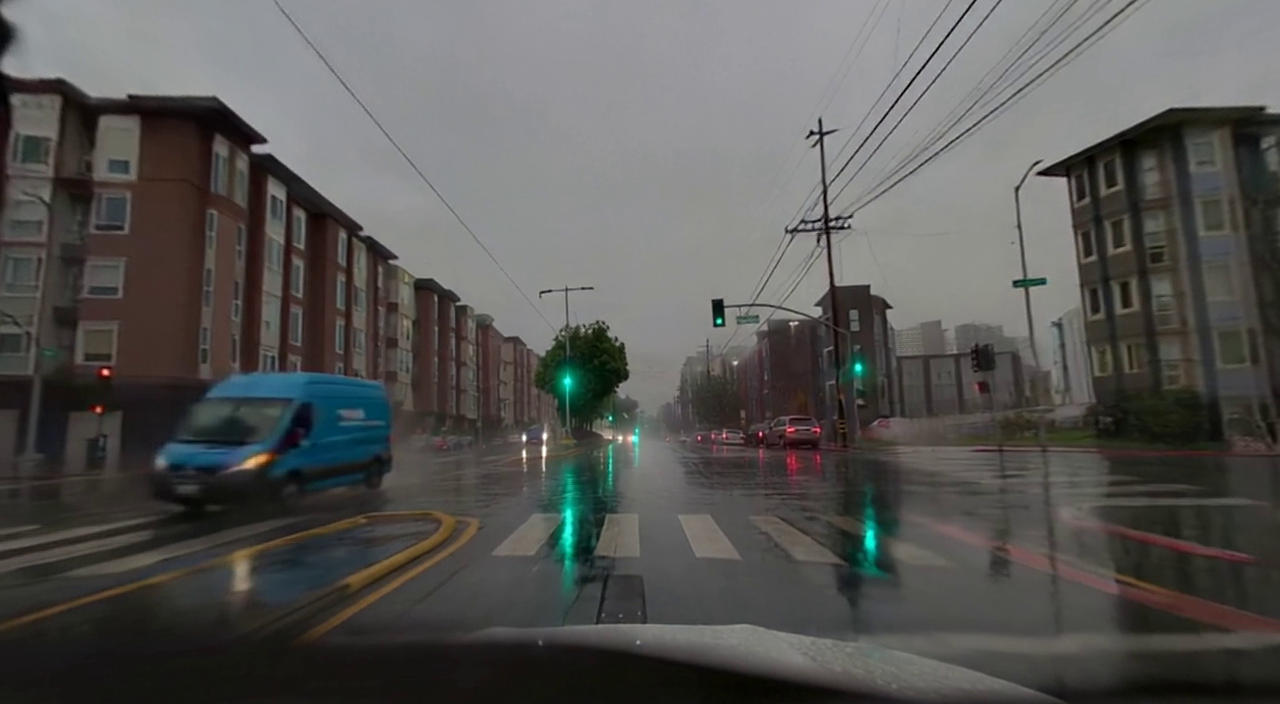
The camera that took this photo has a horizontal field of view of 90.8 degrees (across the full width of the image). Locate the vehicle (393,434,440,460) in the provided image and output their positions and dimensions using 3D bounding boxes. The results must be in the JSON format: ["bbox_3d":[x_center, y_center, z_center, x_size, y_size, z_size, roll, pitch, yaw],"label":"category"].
[{"bbox_3d":[-15.006,6.346,42.579,1.879,1.507,3.745,0,-6,-2],"label":"vehicle"}]

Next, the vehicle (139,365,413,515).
[{"bbox_3d":[-6.982,1.778,13.178,2.515,2.476,5.364,0,-7,-1],"label":"vehicle"}]

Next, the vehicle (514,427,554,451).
[{"bbox_3d":[-7.699,6.412,46.351,2.180,1.608,4.321,0,-8,0],"label":"vehicle"}]

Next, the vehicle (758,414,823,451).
[{"bbox_3d":[7.329,4.039,31.348,1.996,1.704,4.490,0,-8,-2],"label":"vehicle"}]

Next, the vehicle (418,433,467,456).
[{"bbox_3d":[-15.015,7.070,48.365,2.124,1.626,4.908,0,-8,1],"label":"vehicle"}]
